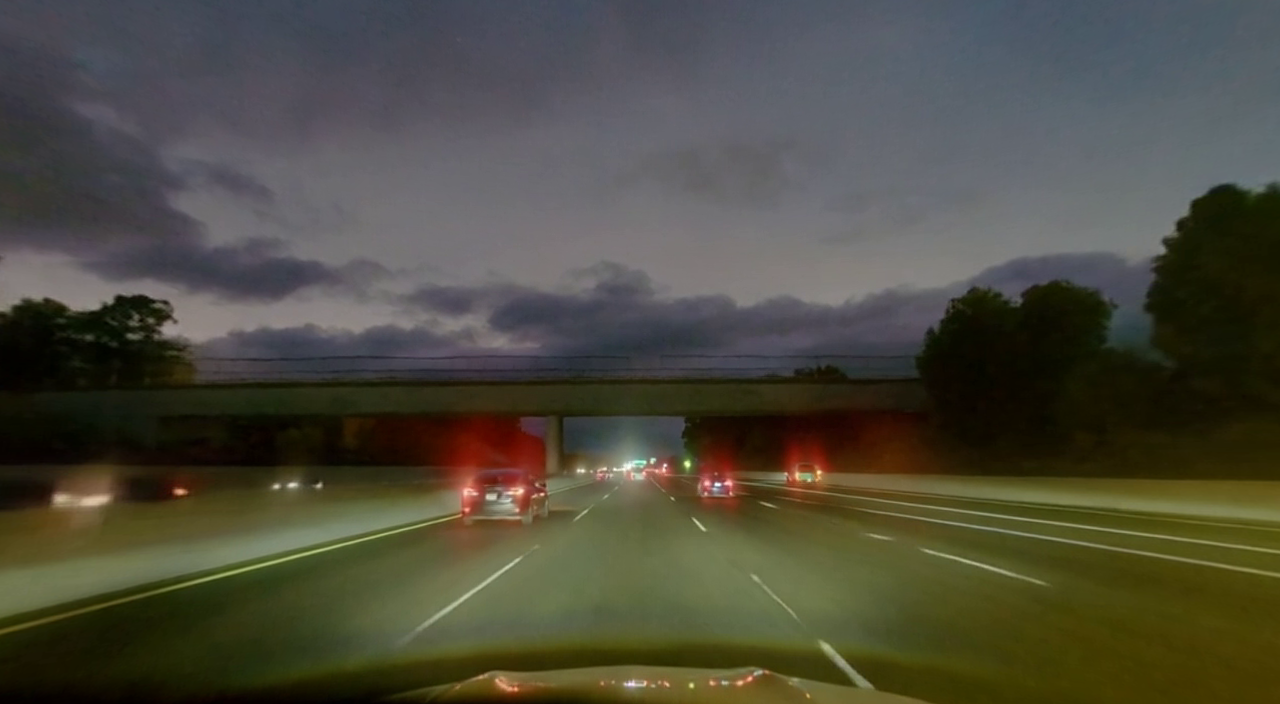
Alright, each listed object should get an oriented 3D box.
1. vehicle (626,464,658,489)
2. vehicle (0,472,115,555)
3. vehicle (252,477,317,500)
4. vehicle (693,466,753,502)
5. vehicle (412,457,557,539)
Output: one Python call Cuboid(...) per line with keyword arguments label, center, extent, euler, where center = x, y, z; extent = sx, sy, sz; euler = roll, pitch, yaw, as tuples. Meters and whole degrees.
Cuboid(label="vehicle", center=(0.184, 8.924, 45.109), extent=(2.181, 1.698, 4.056), euler=(0, -10, 1))
Cuboid(label="vehicle", center=(-12.760, 3.022, 11.753), extent=(1.848, 1.467, 4.539), euler=(0, -10, 1))
Cuboid(label="vehicle", center=(-25.409, 9.743, 45.119), extent=(1.850, 1.430, 4.642), euler=(0, -10, 2))
Cuboid(label="vehicle", center=(3.723, 6.032, 28.994), extent=(2.092, 1.518, 4.348), euler=(1, -10, -1))
Cuboid(label="vehicle", center=(-3.263, 3.205, 14.227), extent=(2.099, 1.516, 4.308), euler=(0, -10, 1))
